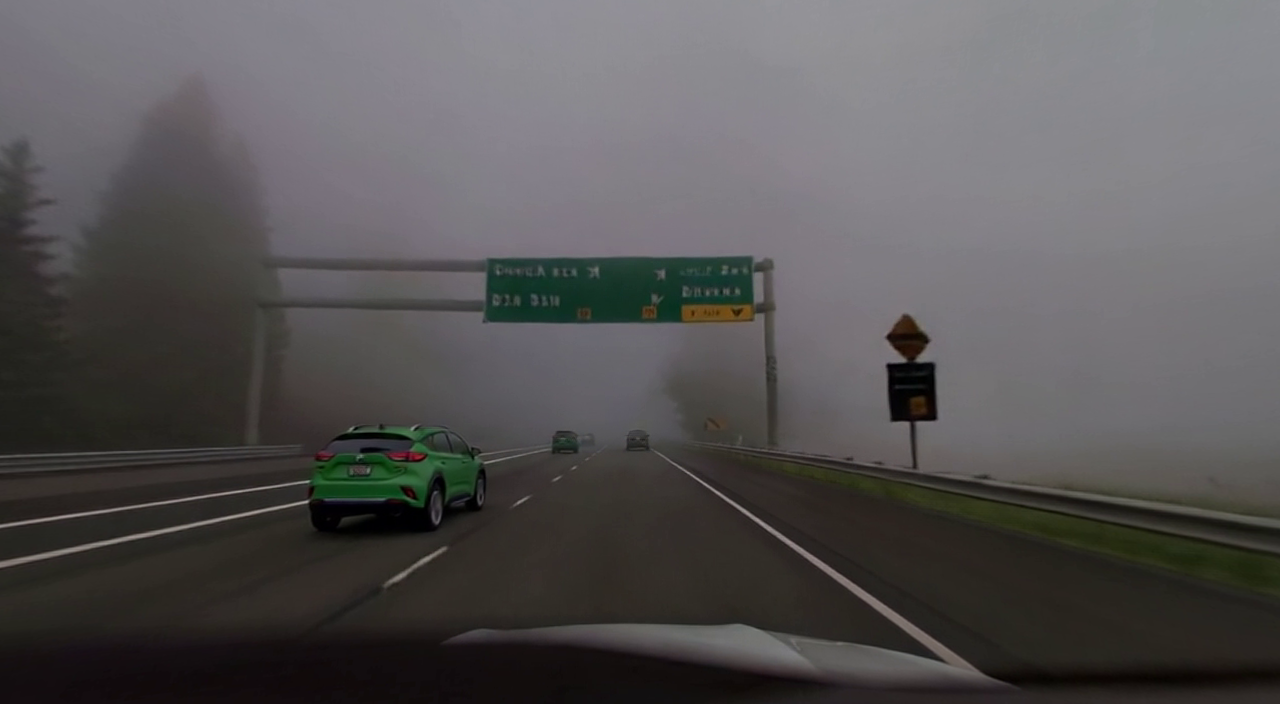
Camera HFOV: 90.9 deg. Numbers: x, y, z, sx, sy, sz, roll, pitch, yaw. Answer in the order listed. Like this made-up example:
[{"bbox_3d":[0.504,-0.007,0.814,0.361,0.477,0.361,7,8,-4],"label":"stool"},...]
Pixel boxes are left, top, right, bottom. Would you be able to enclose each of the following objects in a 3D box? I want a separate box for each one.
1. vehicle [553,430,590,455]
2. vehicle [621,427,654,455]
[{"bbox_3d":[-4.598,6.118,42.701,2.055,1.610,4.116,0,-8,0],"label":"vehicle"},{"bbox_3d":[-0.194,6.211,44.029,2.170,1.790,4.490,0,-8,-1],"label":"vehicle"}]
